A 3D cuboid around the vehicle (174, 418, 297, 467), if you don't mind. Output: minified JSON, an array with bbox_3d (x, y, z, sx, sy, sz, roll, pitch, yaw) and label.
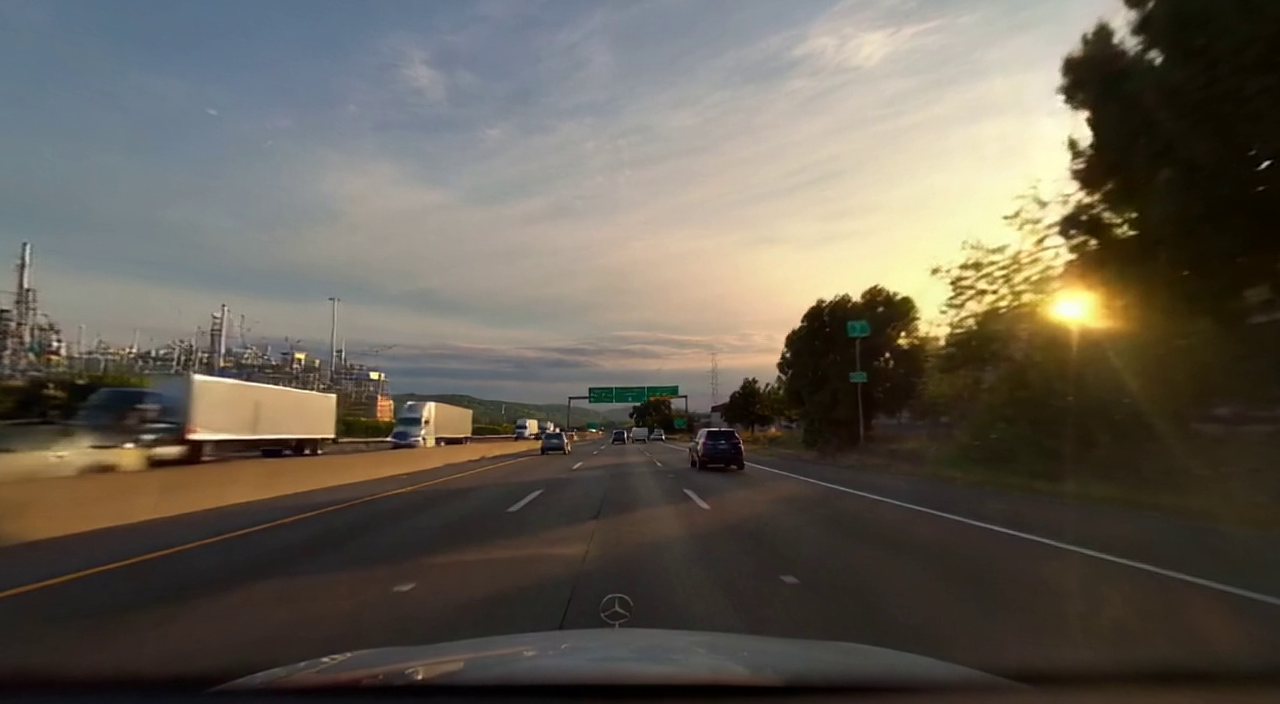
[{"bbox_3d":[-16.874,3.806,26.673,2.046,1.862,4.919,1,-8,-2],"label":"vehicle"}]

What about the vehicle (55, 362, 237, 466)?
[{"bbox_3d":[-20.869,2.765,27.199,2.924,3.975,5.916,1,-8,-2],"label":"vehicle"}]

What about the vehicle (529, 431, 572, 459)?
[{"bbox_3d":[-5.191,5.406,36.895,1.996,1.518,4.229,1,-8,-2],"label":"vehicle"}]

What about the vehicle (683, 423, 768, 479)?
[{"bbox_3d":[2.657,3.200,20.711,2.022,1.637,4.229,1,-8,-3],"label":"vehicle"}]
